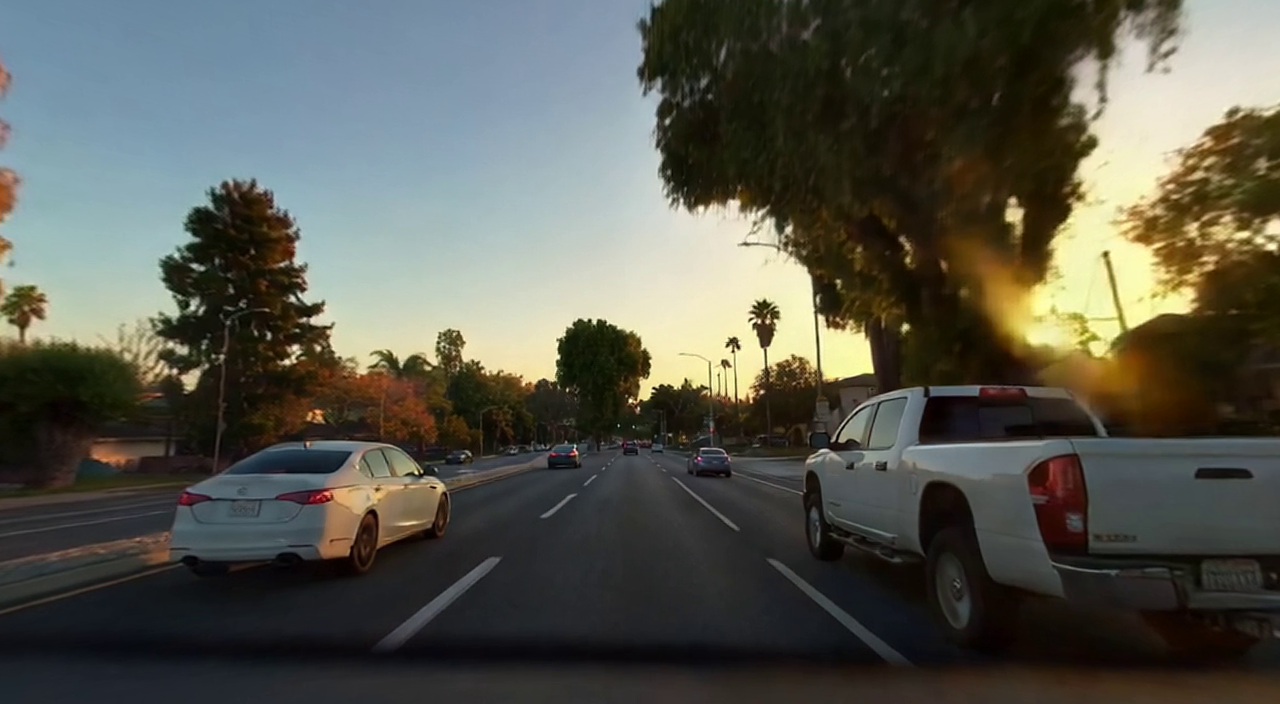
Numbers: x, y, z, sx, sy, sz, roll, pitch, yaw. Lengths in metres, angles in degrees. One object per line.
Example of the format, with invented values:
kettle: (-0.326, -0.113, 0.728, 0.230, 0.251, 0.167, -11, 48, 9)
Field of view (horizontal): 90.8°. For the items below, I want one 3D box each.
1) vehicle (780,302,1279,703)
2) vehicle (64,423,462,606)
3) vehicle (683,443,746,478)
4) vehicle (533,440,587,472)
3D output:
vehicle: (3.250, 1.178, 5.883, 2.478, 2.030, 5.723, 0, -8, -1)
vehicle: (-3.759, 1.673, 7.485, 2.094, 1.509, 4.286, 0, -8, -1)
vehicle: (3.258, 4.874, 28.736, 2.149, 1.421, 4.805, 0, -8, -2)
vehicle: (-4.116, 5.453, 33.425, 2.263, 1.548, 4.555, 0, -8, 0)
